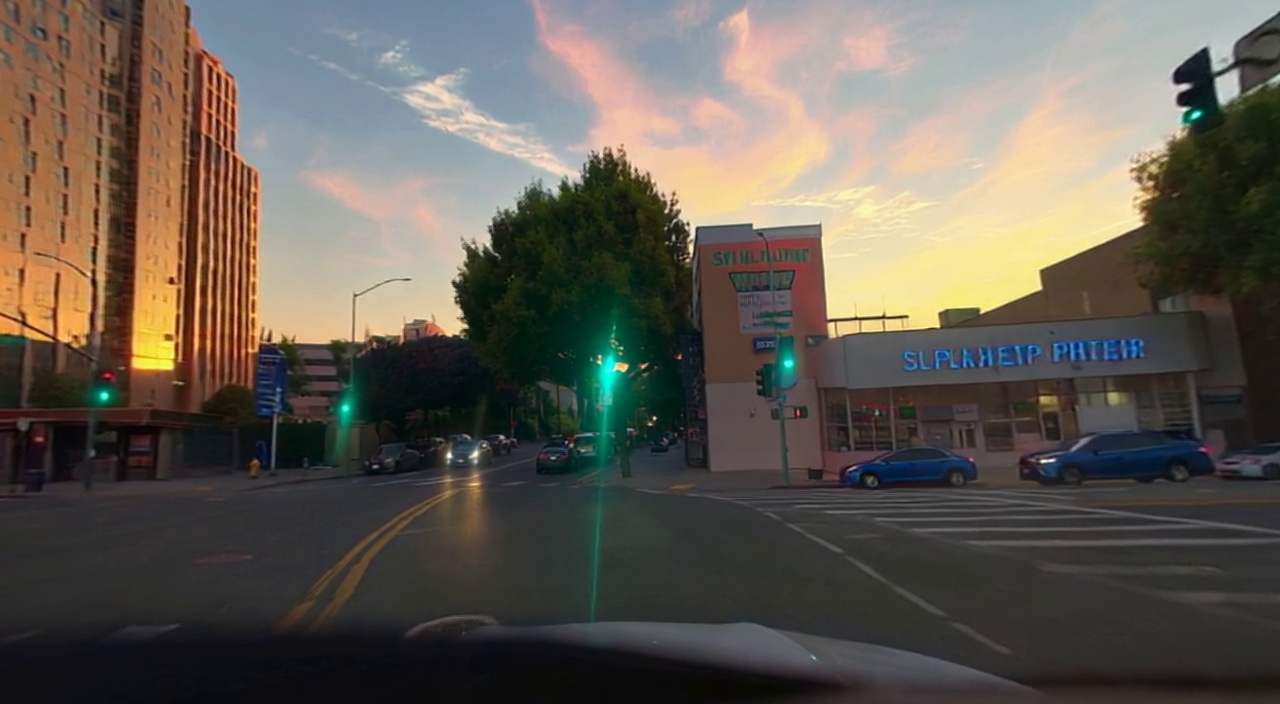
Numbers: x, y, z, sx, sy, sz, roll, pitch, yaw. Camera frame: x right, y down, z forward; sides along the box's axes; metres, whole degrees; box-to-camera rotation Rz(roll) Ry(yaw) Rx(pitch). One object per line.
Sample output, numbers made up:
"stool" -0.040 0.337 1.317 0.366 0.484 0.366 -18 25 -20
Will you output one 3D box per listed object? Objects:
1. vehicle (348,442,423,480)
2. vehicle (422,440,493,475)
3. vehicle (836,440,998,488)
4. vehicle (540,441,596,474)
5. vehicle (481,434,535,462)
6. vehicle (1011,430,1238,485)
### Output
"vehicle" -13.258 5.670 33.209 1.933 1.461 4.393 -5 -6 3
"vehicle" -8.663 5.060 30.472 2.119 1.485 4.472 0 -9 0
"vehicle" 8.979 3.664 20.780 4.426 1.446 1.795 -1 -9 3
"vehicle" -3.417 5.140 30.920 1.892 1.481 4.365 -1 -9 5
"vehicle" -8.540 6.287 41.302 2.181 1.723 4.692 -1 -9 5
"vehicle" 15.327 3.369 20.298 5.420 1.609 2.063 -1 -9 4
